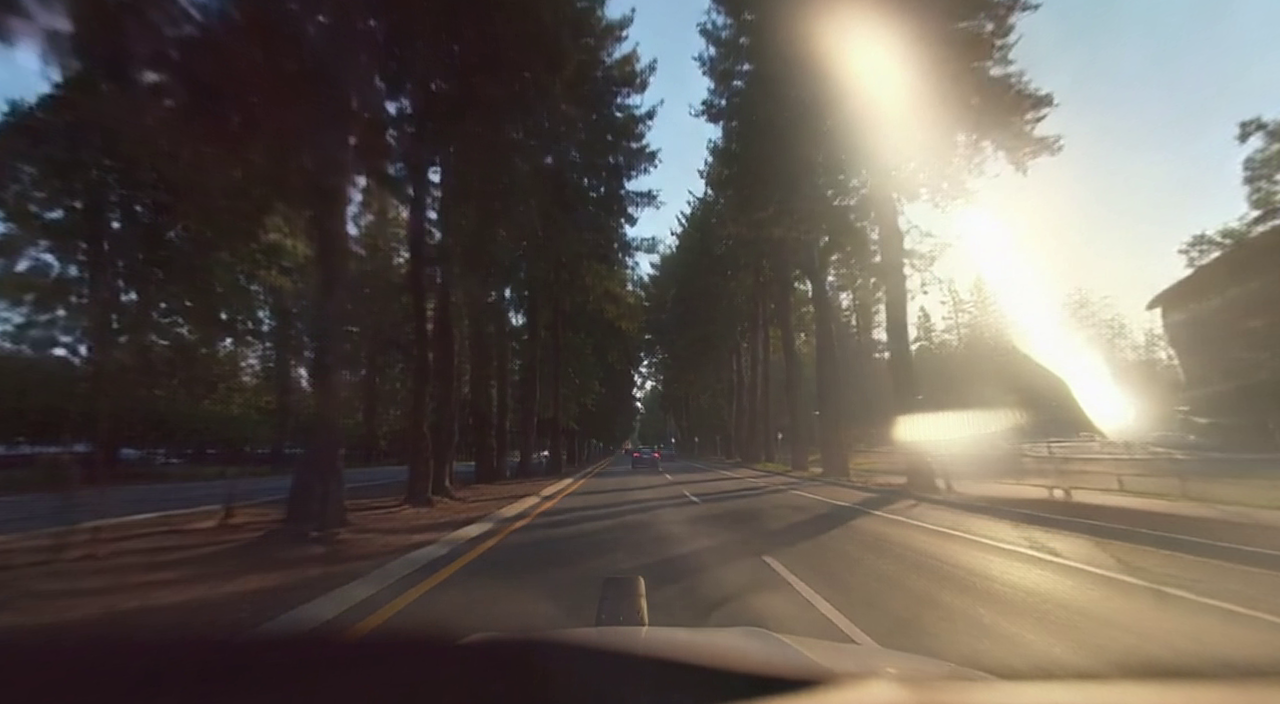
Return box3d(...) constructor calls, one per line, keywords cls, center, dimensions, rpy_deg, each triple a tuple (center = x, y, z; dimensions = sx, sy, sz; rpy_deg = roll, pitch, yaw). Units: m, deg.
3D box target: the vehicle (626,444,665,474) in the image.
box3d(cls="vehicle", center=(0.250, 5.998, 35.653), dimensions=(2.048, 1.584, 4.393), rpy_deg=(0, -8, -2))
